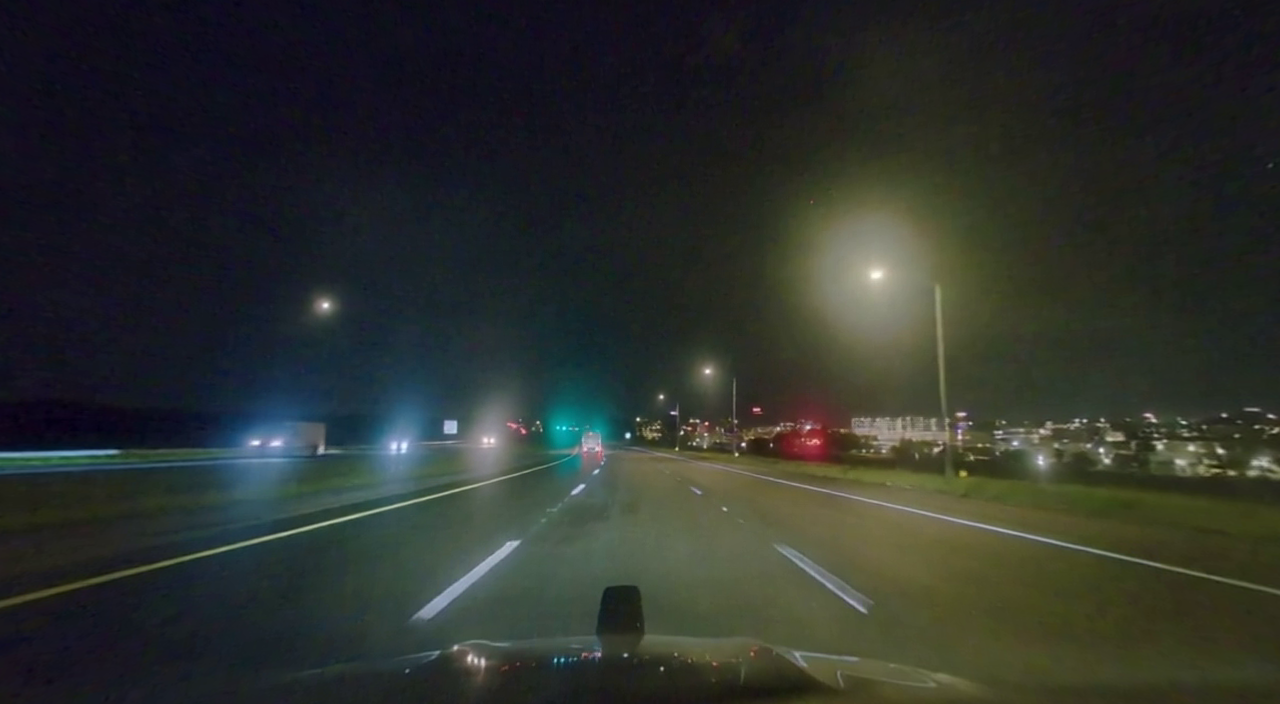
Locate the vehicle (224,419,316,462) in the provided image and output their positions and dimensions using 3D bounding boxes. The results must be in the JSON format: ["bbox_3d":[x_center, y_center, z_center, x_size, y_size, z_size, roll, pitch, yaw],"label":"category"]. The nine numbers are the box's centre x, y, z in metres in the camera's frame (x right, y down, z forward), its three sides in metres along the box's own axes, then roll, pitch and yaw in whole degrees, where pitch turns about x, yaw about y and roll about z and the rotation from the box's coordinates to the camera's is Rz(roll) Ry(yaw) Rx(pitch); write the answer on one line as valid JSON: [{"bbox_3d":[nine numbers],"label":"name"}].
[{"bbox_3d":[-25.367,6.154,43.608,2.363,2.699,6.591,0,-9,-1],"label":"vehicle"}]
